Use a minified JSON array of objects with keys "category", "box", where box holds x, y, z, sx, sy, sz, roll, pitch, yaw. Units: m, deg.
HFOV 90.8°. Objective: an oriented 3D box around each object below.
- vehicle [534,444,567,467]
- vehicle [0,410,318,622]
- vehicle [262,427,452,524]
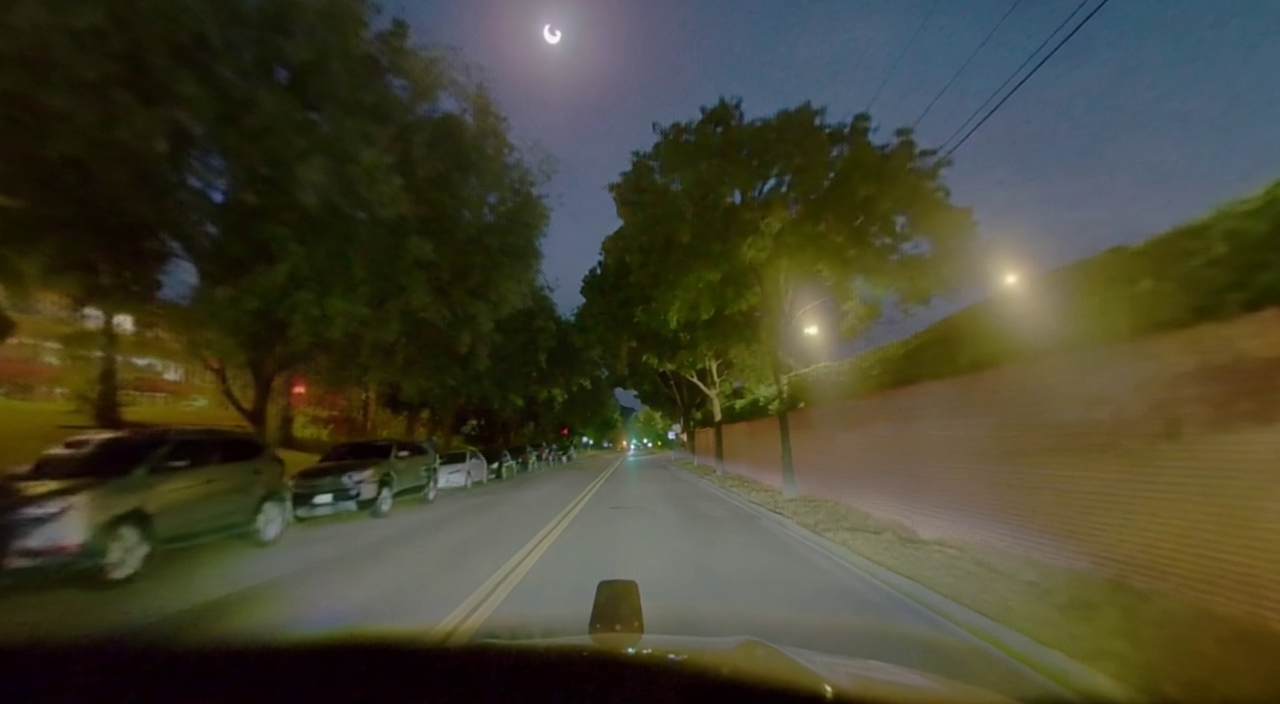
[{"category":"vehicle","box":[-6.644,7.708,47.425,1.952,1.514,4.630,1,-8,-2]},{"category":"vehicle","box":[-6.357,1.748,7.985,2.009,1.820,4.821,1,-8,0]},{"category":"vehicle","box":[-6.256,2.741,14.844,1.976,1.805,5.123,1,-8,1]}]
